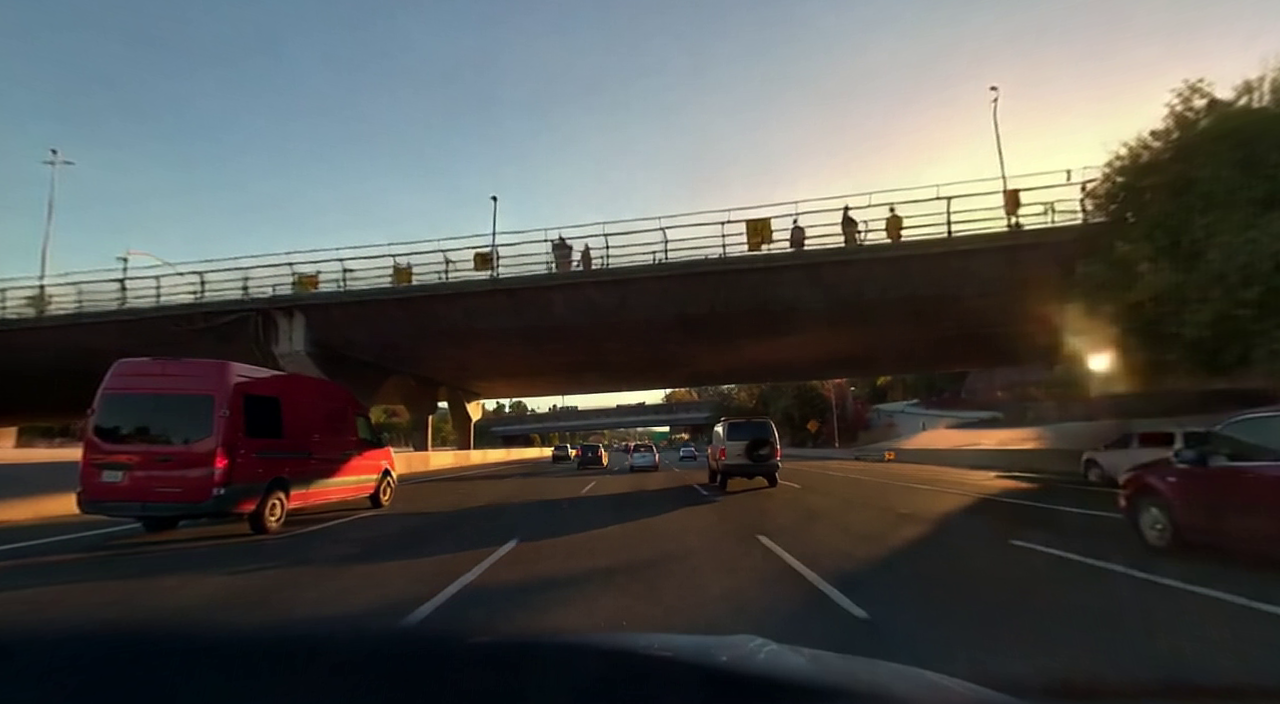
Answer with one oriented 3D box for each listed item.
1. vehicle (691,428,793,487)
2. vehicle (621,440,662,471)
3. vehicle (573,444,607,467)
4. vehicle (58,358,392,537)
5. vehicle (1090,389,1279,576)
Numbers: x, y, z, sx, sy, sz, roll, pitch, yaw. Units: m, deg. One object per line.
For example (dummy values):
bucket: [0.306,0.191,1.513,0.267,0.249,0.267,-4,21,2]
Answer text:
vehicle: [3.566,3.888,23.511,2.777,1.895,5.710,0,-9,-1]
vehicle: [0.085,5.759,35.362,2.115,1.617,4.102,0,-9,0]
vehicle: [-3.356,7.059,43.292,1.970,1.483,4.071,0,-9,1]
vehicle: [-7.588,1.914,12.868,2.336,2.708,6.421,0,-8,0]
vehicle: [7.508,1.248,5.944,2.304,1.840,5.706,0,-9,0]
